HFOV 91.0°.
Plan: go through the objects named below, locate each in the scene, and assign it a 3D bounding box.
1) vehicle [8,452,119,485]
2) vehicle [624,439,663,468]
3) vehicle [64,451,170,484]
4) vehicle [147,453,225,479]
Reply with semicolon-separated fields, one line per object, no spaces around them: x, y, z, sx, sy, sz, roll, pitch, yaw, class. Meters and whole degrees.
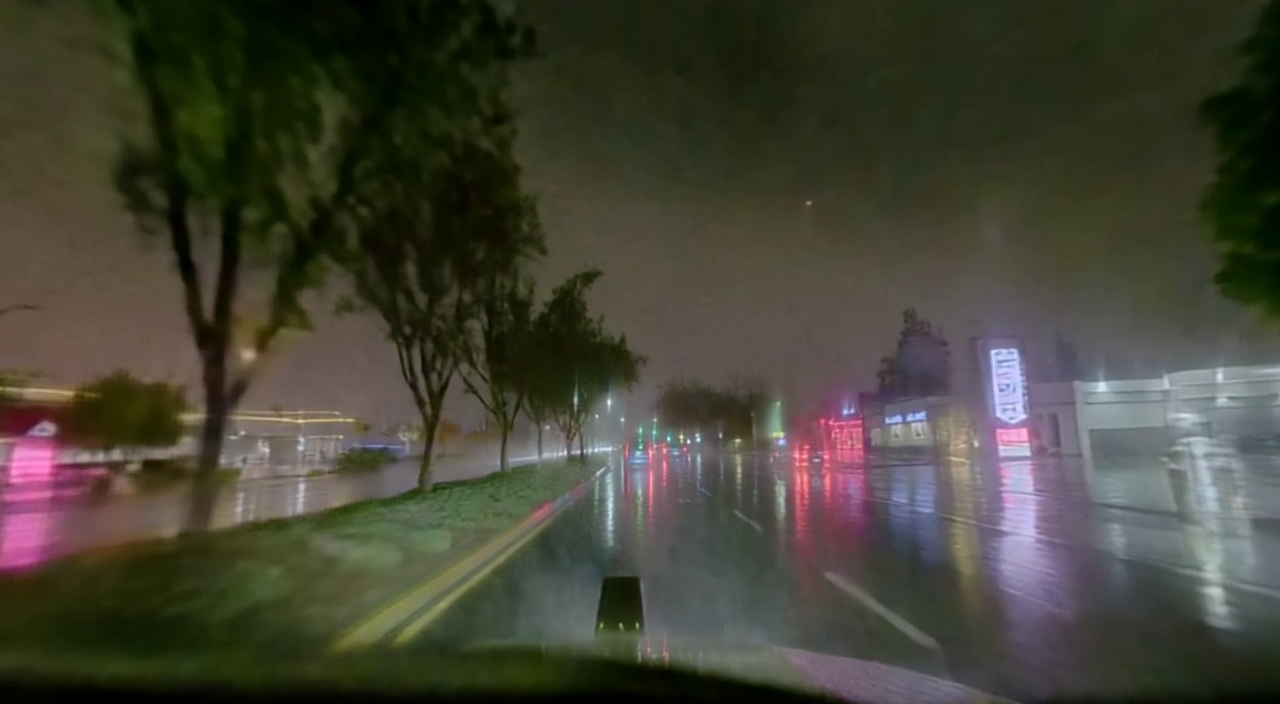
-34.378;6.928;37.731;2.034;1.742;4.830;0;-8;0;vehicle
0.135;5.386;33.482;1.998;1.452;3.773;0;-8;-1;vehicle
-31.150;6.862;37.724;1.952;1.729;5.170;0;-8;-1;vehicle
-31.116;7.815;43.382;1.873;1.513;5.019;-3;-9;-3;vehicle
